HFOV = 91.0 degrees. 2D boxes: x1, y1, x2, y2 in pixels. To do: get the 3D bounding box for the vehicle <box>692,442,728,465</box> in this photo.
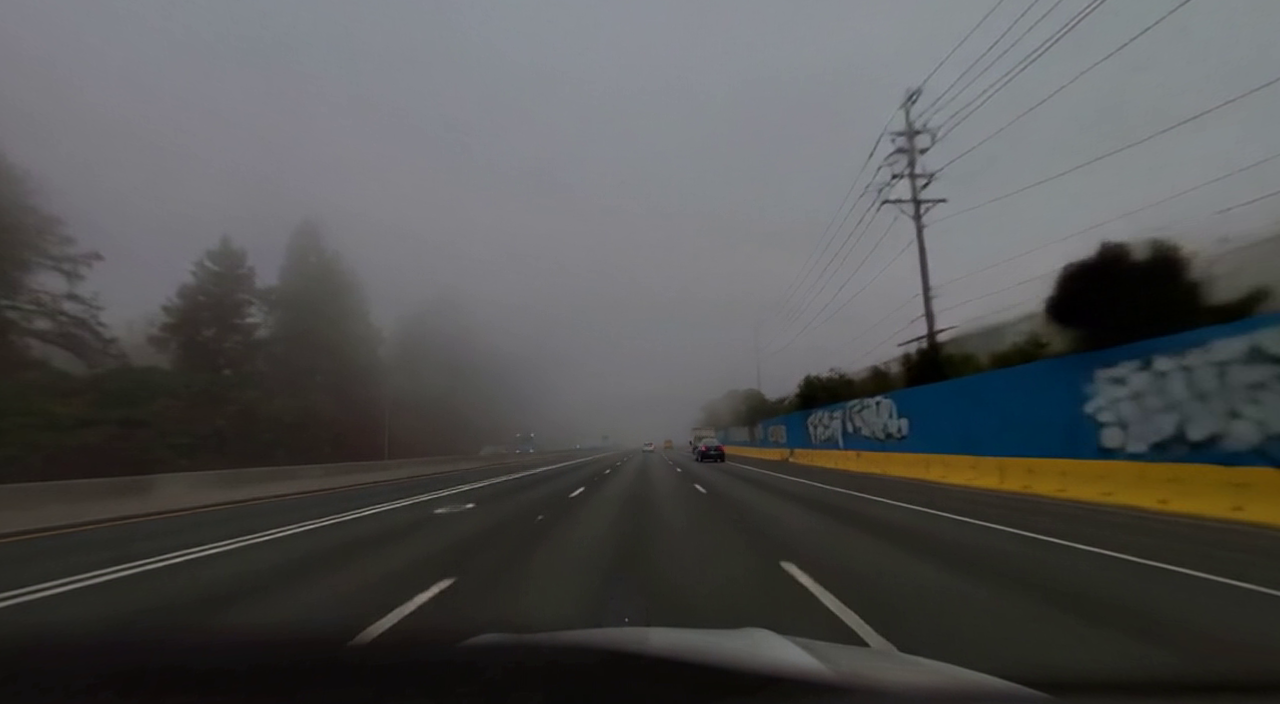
[{"bbox_3d":[4.778,6.963,43.474,1.991,1.494,3.951,0,-8,0],"label":"vehicle"}]
